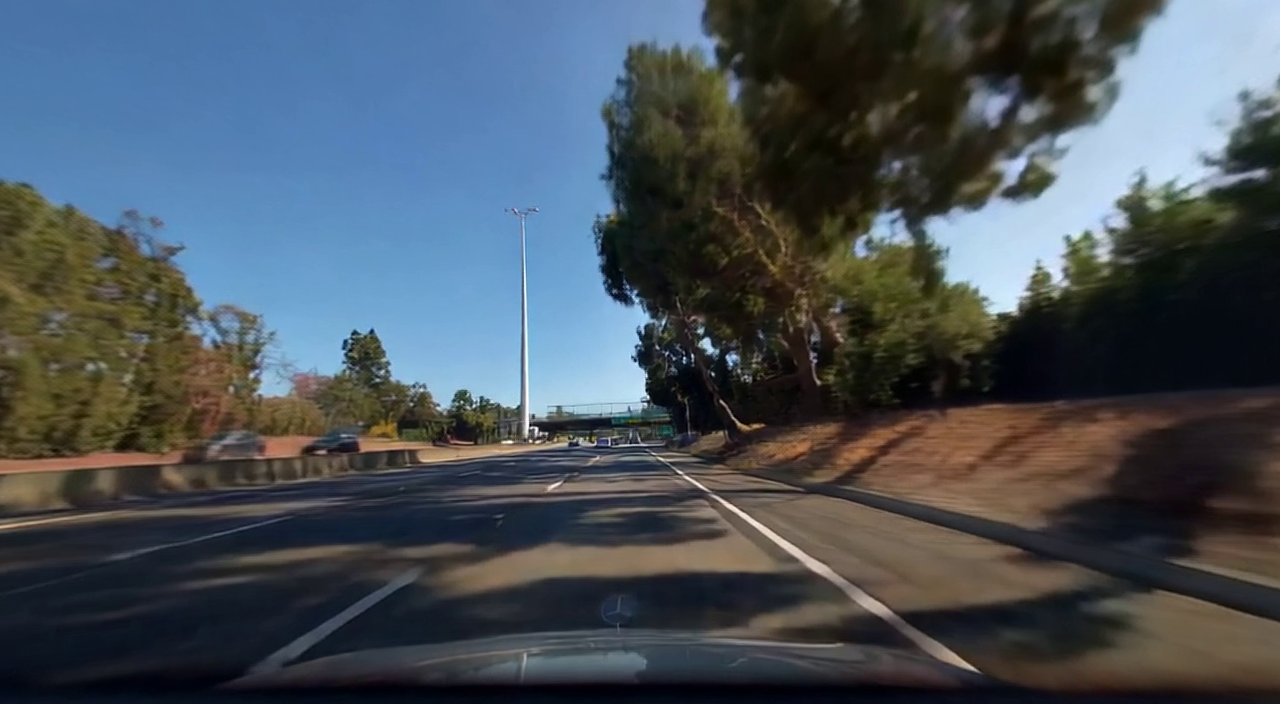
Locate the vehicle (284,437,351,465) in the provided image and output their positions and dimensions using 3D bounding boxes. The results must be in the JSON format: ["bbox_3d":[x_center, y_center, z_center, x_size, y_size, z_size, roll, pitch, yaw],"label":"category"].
[{"bbox_3d":[-20.801,6.366,40.754,1.986,1.700,4.426,0,-8,0],"label":"vehicle"}]

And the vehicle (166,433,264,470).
[{"bbox_3d":[-25.089,5.849,37.421,2.162,1.998,5.306,0,-8,-1],"label":"vehicle"}]
